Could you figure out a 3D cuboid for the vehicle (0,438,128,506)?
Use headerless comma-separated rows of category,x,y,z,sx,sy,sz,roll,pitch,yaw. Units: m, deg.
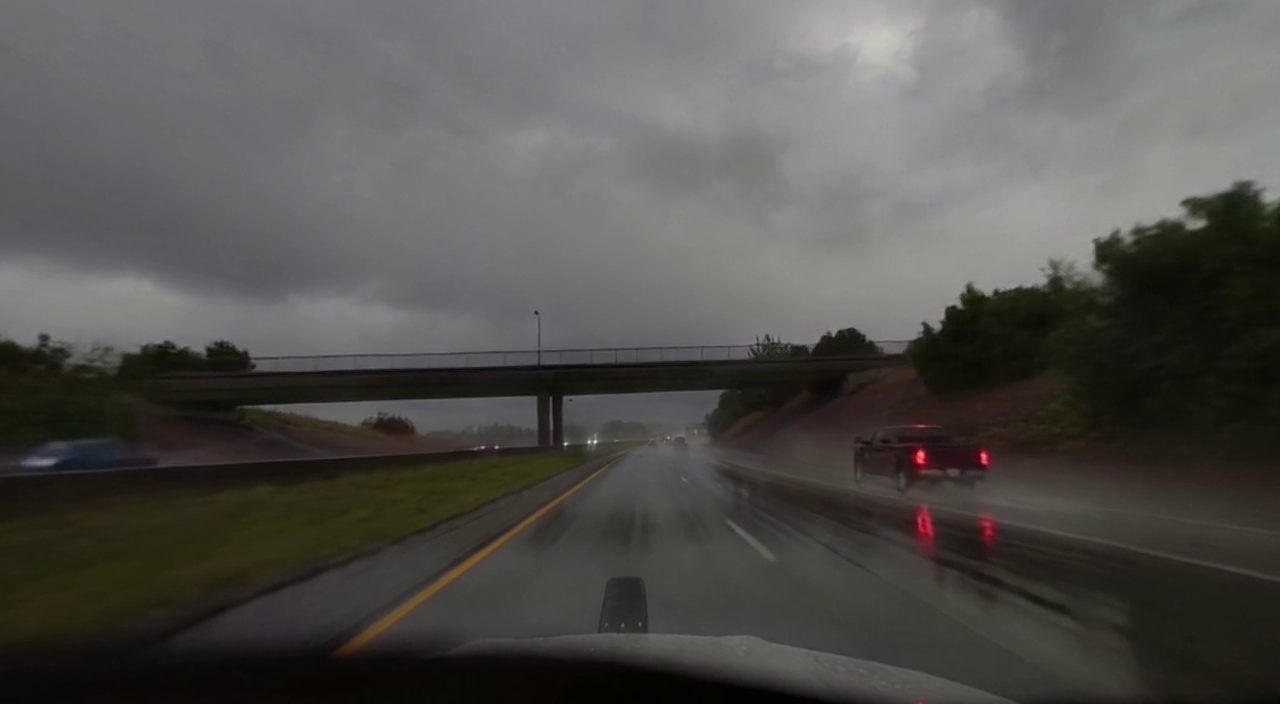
vehicle,-17.180,3.247,17.253,1.910,1.704,5.056,0,-8,0

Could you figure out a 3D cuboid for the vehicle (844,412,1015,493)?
vehicle,8.182,2.934,18.583,2.362,2.037,5.409,0,-8,-1
